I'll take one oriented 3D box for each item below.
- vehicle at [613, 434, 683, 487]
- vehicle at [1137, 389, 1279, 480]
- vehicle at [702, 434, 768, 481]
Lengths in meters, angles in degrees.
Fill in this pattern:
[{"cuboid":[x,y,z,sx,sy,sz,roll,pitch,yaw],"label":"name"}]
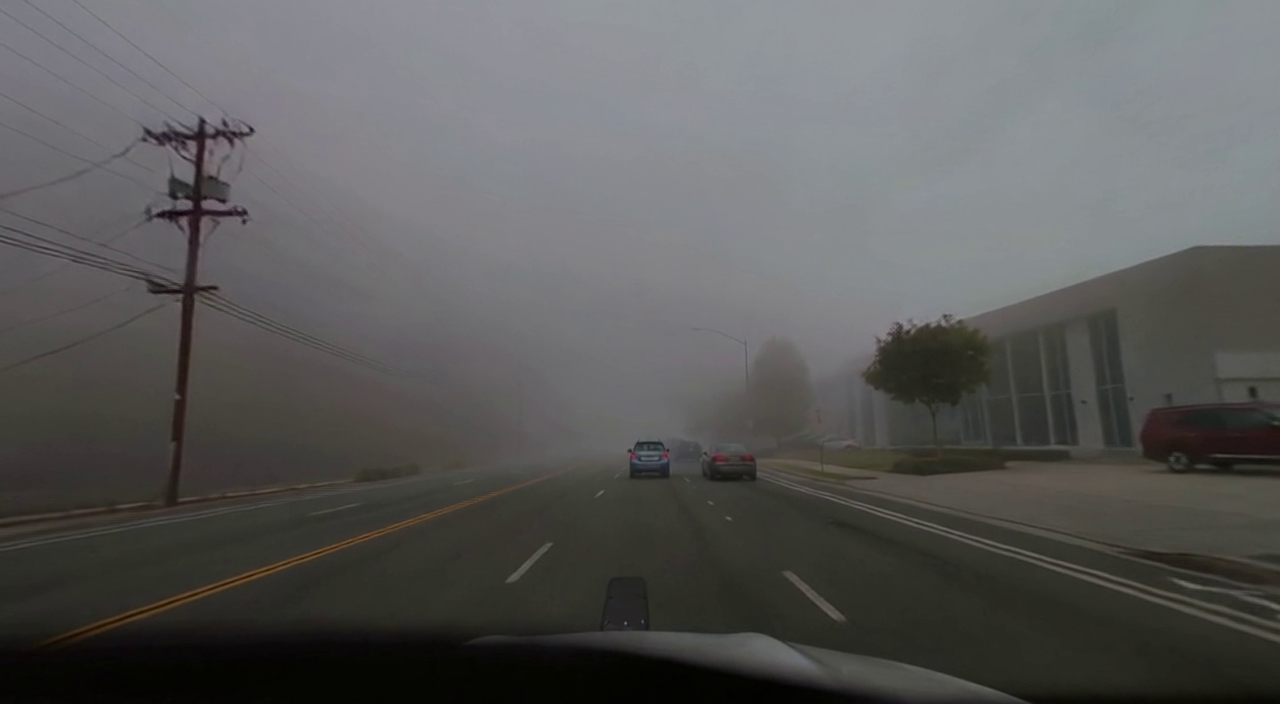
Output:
[{"cuboid":[0.246,3.727,21.987,2.200,1.653,4.127,0,-8,0],"label":"vehicle"},{"cuboid":[14.452,1.926,14.594,2.011,1.893,4.645,0,-8,-1],"label":"vehicle"},{"cuboid":[3.618,4.109,24.799,1.914,1.698,4.049,0,-8,0],"label":"vehicle"}]
